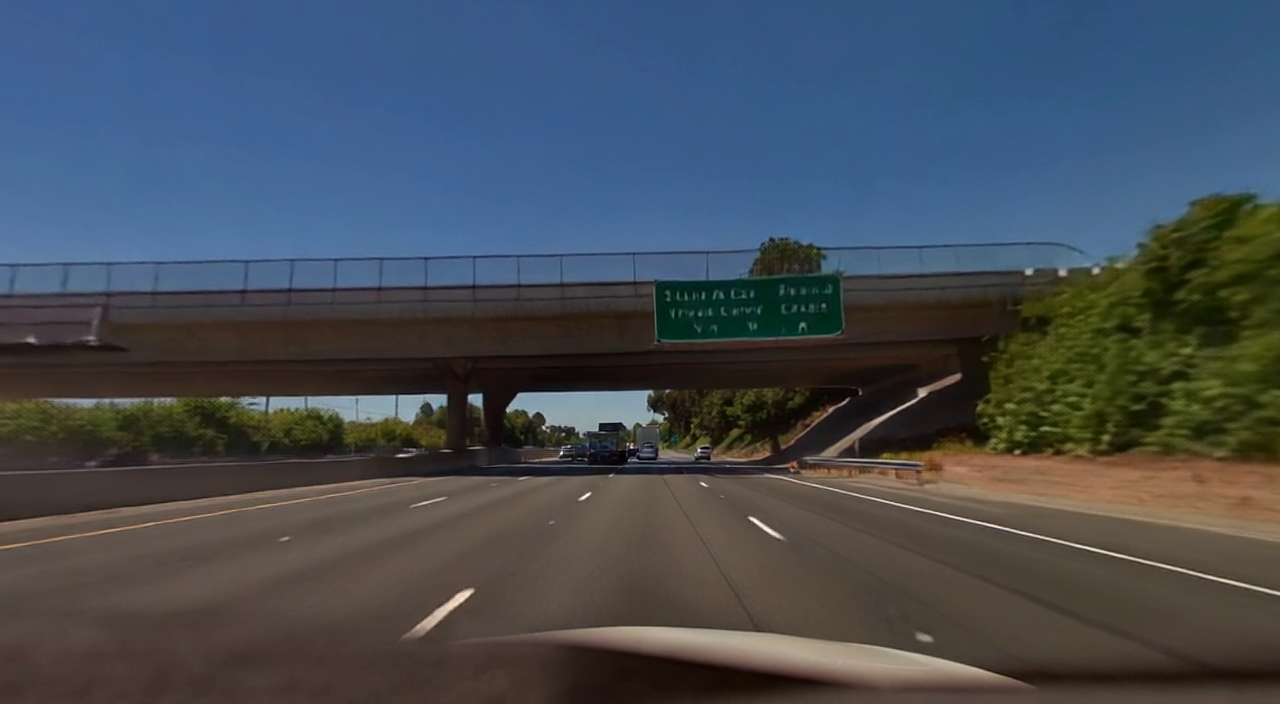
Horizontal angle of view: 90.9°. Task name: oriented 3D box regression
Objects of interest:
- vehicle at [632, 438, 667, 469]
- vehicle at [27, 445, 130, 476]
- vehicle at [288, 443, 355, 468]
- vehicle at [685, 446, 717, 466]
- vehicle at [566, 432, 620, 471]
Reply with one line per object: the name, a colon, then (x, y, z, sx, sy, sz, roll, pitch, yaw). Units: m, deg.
vehicle: (0.637, 6.982, 43.506, 2.309, 2.023, 5.130, 0, -8, 0)
vehicle: (-35.354, 6.806, 39.931, 2.014, 1.835, 4.795, 0, -9, 1)
vehicle: (-20.957, 6.841, 41.788, 1.943, 1.543, 4.715, 0, -9, 0)
vehicle: (4.645, 7.956, 48.536, 1.993, 1.474, 4.230, 0, -9, -1)
vehicle: (-3.202, 7.377, 47.638, 2.854, 2.379, 16.653, -1, -8, 0)
